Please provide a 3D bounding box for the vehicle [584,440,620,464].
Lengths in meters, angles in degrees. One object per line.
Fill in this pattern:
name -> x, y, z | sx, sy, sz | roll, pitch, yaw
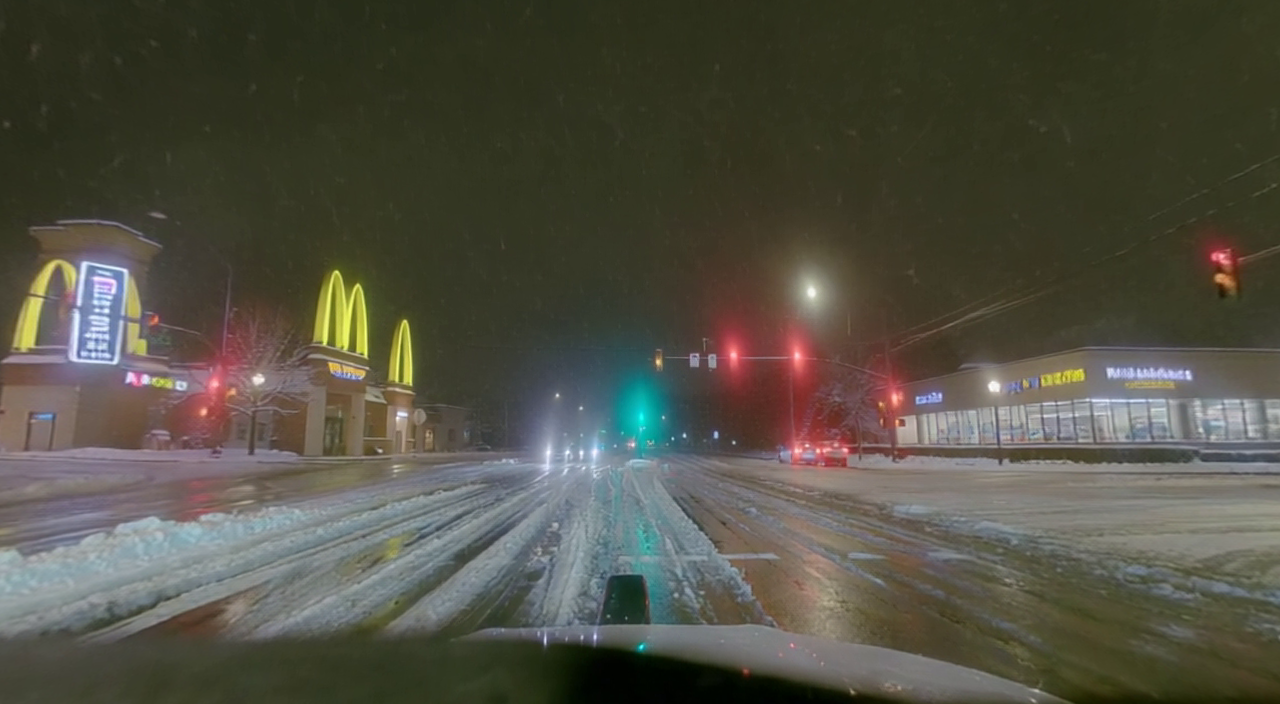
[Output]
vehicle -> -2.496, 6.646, 42.030 | 2.104, 1.468, 4.195 | 0, -8, 1
